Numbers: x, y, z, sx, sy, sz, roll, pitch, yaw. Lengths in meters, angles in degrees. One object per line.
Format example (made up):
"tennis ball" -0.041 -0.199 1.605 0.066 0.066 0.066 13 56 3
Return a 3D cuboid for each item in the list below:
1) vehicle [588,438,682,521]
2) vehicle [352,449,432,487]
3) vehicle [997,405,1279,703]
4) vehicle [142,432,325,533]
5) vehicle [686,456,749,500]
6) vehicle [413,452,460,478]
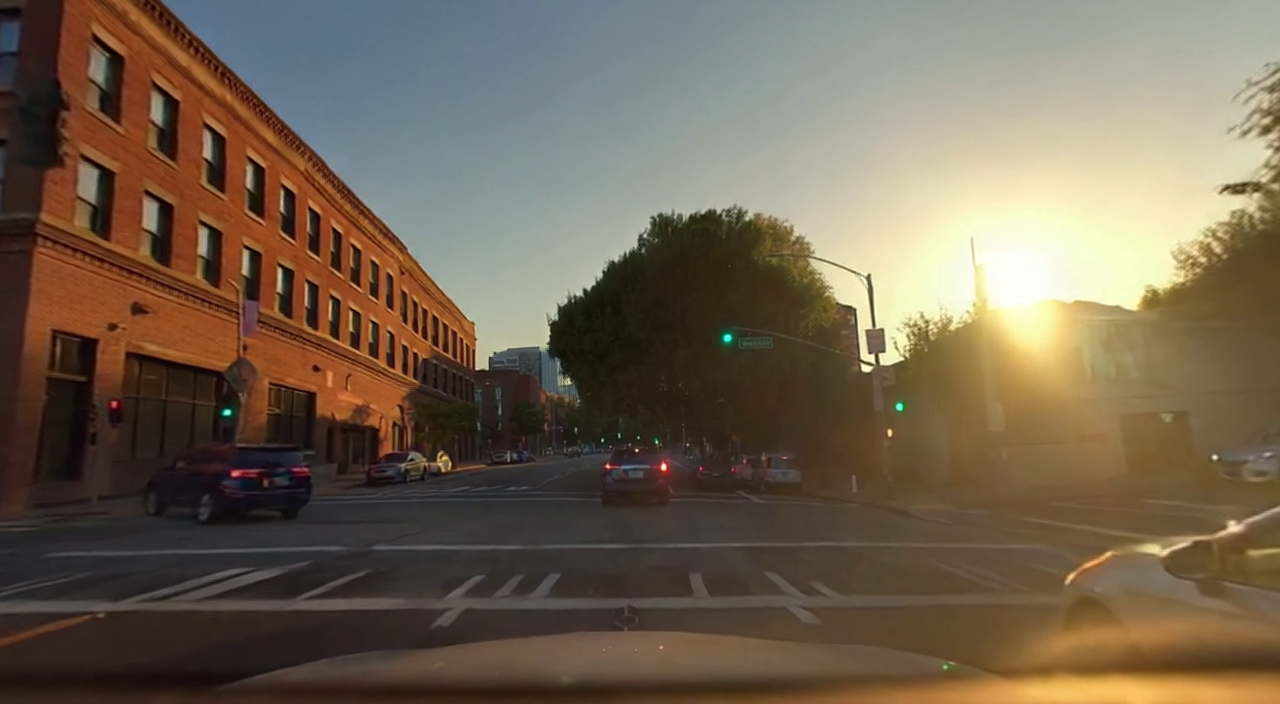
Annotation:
"vehicle" -0.168 3.216 16.583 2.105 1.842 4.537 0 -9 -1
"vehicle" -14.255 6.669 36.763 2.191 2.011 5.556 0 -8 2
"vehicle" 3.226 0.838 1.488 2.026 1.499 4.662 0 -8 0
"vehicle" -8.782 2.671 13.543 4.244 1.812 1.855 -7 -11 38
"vehicle" 2.884 4.799 24.390 1.852 1.462 4.155 0 -9 -1
"vehicle" -14.273 7.917 44.594 1.891 1.659 4.360 0 -9 0
